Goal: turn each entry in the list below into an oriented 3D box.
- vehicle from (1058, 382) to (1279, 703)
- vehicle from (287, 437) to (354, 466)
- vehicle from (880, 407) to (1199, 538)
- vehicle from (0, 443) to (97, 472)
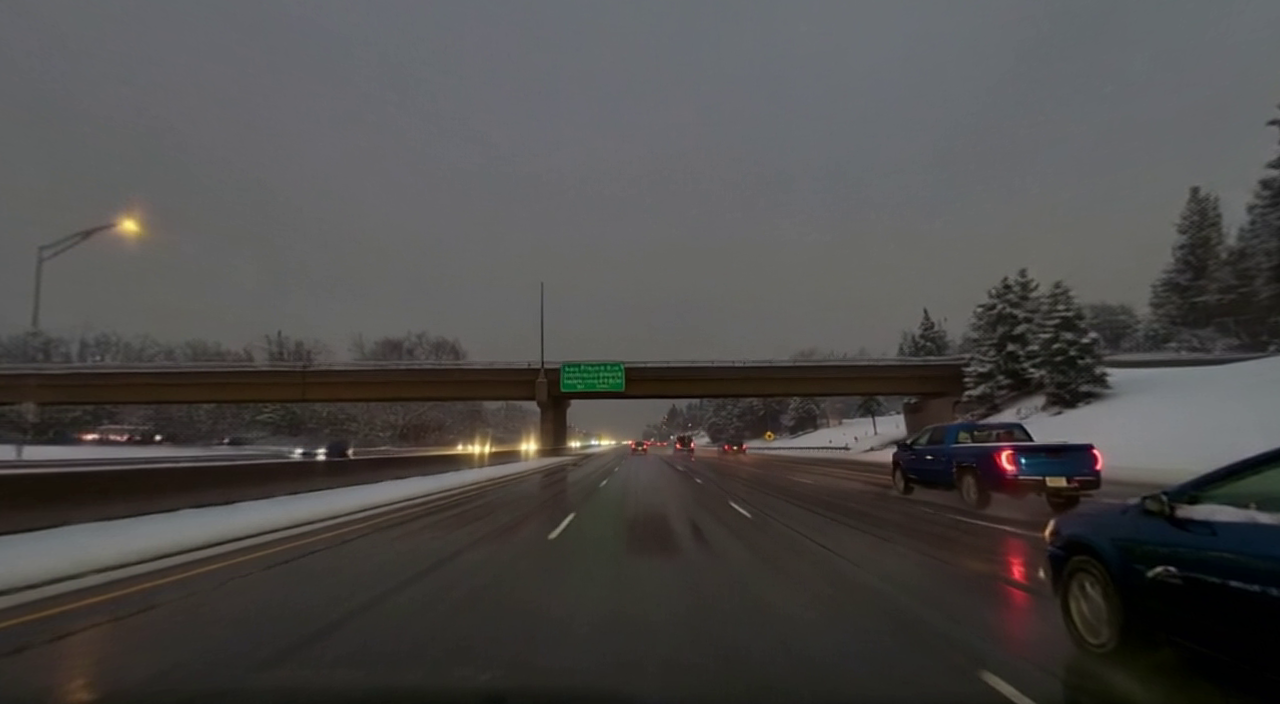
[{"bbox_3d":[3.221,0.670,0.780,2.119,1.524,4.807,0,-8,0],"label":"vehicle"},{"bbox_3d":[-21.397,6.672,42.436,2.021,1.768,4.687,0,-8,0],"label":"vehicle"},{"bbox_3d":[6.845,2.149,12.023,2.182,1.852,5.926,0,-8,0],"label":"vehicle"},{"bbox_3d":[-33.309,5.824,35.120,1.833,1.479,4.495,-1,-8,4],"label":"vehicle"}]
